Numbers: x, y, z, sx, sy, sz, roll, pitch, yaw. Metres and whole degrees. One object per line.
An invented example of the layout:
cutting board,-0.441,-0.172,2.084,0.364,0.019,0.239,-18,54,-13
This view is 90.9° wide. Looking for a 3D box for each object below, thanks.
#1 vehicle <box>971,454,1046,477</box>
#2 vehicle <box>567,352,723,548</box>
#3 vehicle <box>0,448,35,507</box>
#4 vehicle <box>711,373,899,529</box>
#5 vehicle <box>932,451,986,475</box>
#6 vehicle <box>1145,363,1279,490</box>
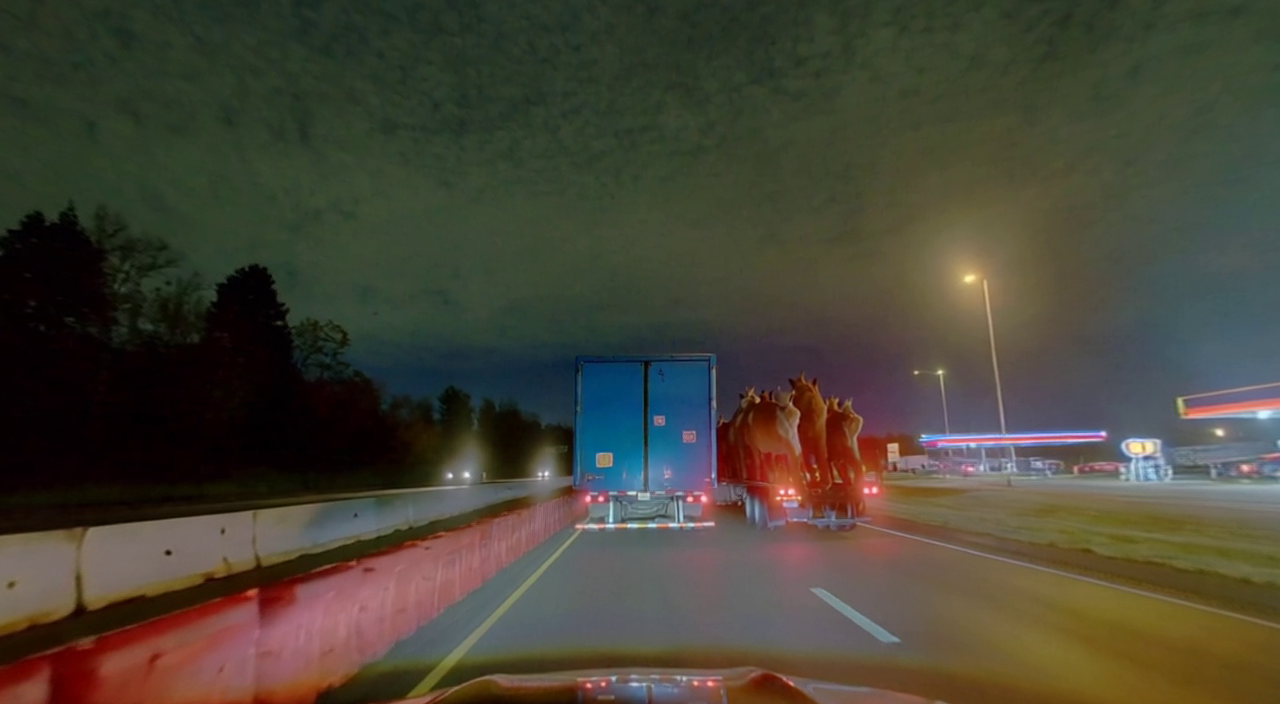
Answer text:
vehicle,24.554,7.608,42.207,1.762,1.470,4.485,3,-11,-10
vehicle,0.043,2.429,15.111,2.618,3.306,8.676,1,-10,-1
vehicle,-49.547,9.579,48.927,2.845,4.081,14.460,11,-14,-44
vehicle,4.426,3.182,19.676,2.936,3.640,9.443,1,-10,-2
vehicle,24.659,8.638,48.843,1.919,1.722,4.024,1,-10,-3
vehicle,20.915,2.603,20.863,3.045,3.794,6.110,1,-11,0
